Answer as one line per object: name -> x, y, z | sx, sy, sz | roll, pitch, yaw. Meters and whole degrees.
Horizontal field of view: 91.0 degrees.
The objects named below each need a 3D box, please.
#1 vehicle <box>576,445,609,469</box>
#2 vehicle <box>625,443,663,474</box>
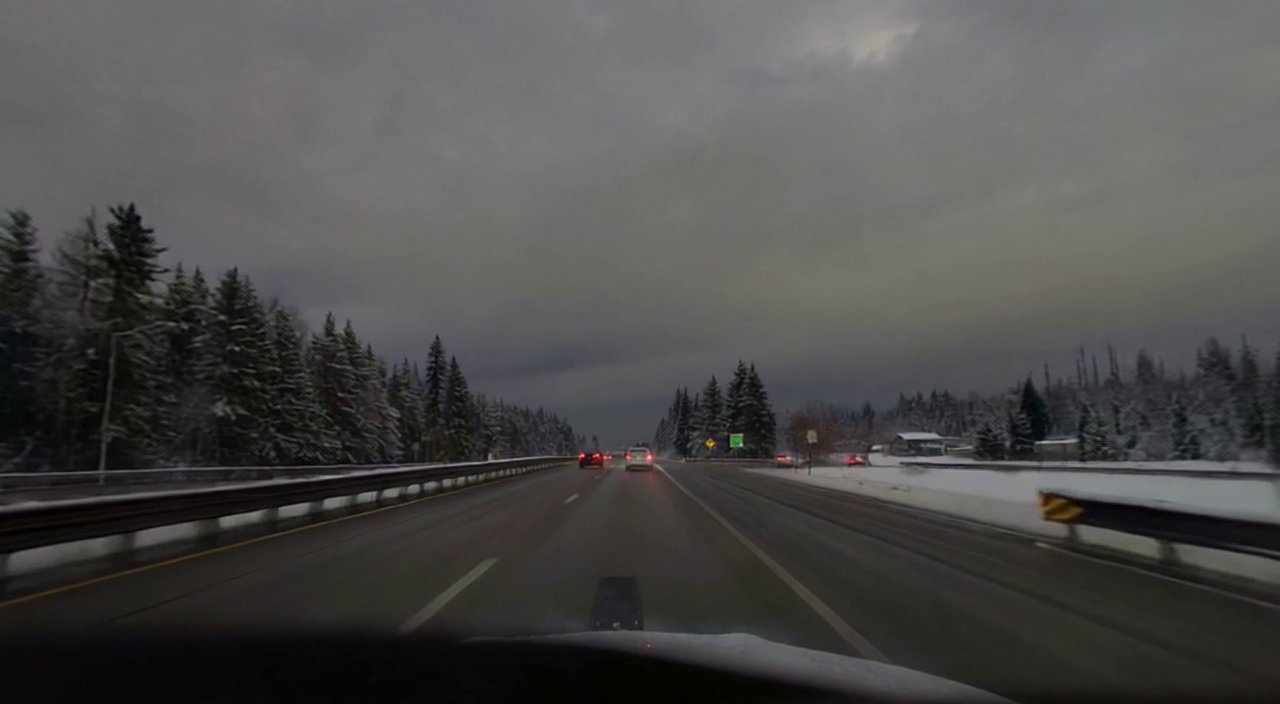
vehicle -> -3.576, 8.047, 48.421 | 2.130, 1.741, 4.665 | 0, -9, 1
vehicle -> 0.226, 6.141, 36.412 | 2.130, 1.684, 3.826 | 0, -9, 0
